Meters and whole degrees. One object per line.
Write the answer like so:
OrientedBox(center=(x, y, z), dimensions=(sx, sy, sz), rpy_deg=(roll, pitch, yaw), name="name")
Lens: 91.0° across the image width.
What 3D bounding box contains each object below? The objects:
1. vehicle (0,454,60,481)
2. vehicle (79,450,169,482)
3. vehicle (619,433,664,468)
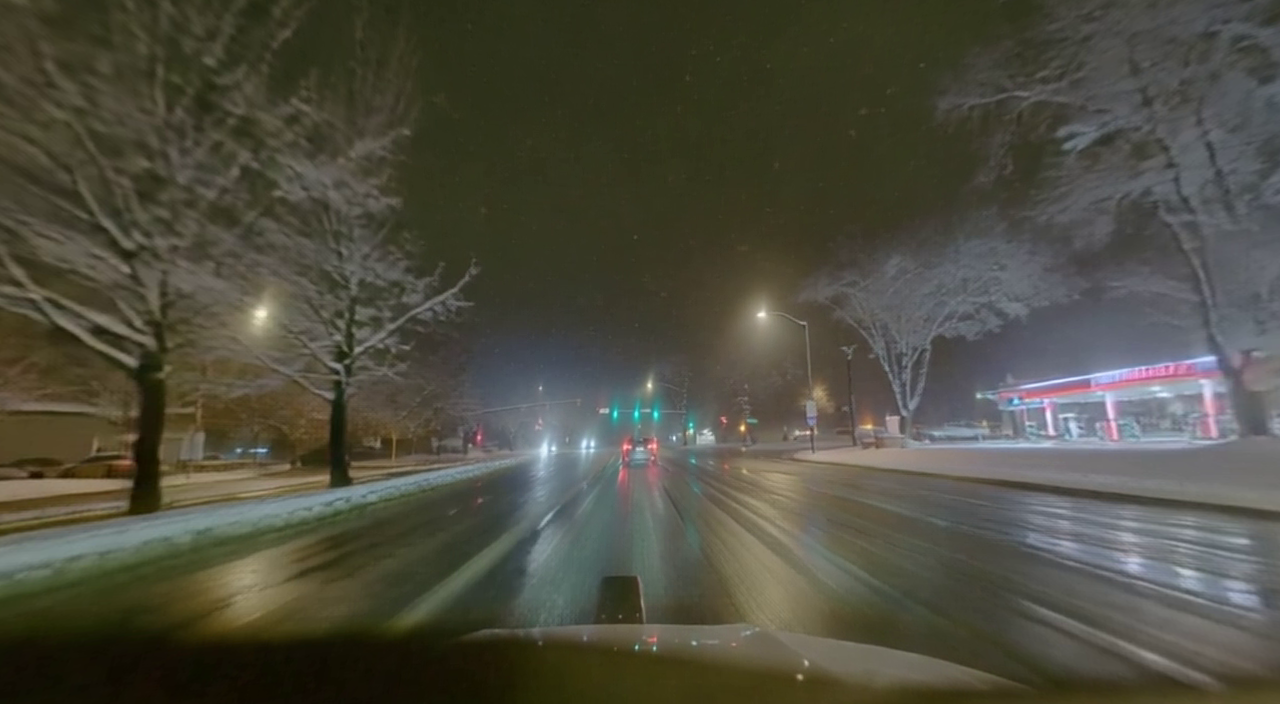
OrientedBox(center=(-38.277, 6.979, 37.976), dimensions=(4.469, 1.557, 1.959), rpy_deg=(6, -10, -34), name="vehicle")
OrientedBox(center=(-28.670, 6.286, 34.952), dimensions=(4.749, 1.666, 1.859), rpy_deg=(-4, -9, 25), name="vehicle")
OrientedBox(center=(0.062, 5.214, 33.360), dimensions=(2.213, 1.715, 4.242), rpy_deg=(0, -8, -1), name="vehicle")
